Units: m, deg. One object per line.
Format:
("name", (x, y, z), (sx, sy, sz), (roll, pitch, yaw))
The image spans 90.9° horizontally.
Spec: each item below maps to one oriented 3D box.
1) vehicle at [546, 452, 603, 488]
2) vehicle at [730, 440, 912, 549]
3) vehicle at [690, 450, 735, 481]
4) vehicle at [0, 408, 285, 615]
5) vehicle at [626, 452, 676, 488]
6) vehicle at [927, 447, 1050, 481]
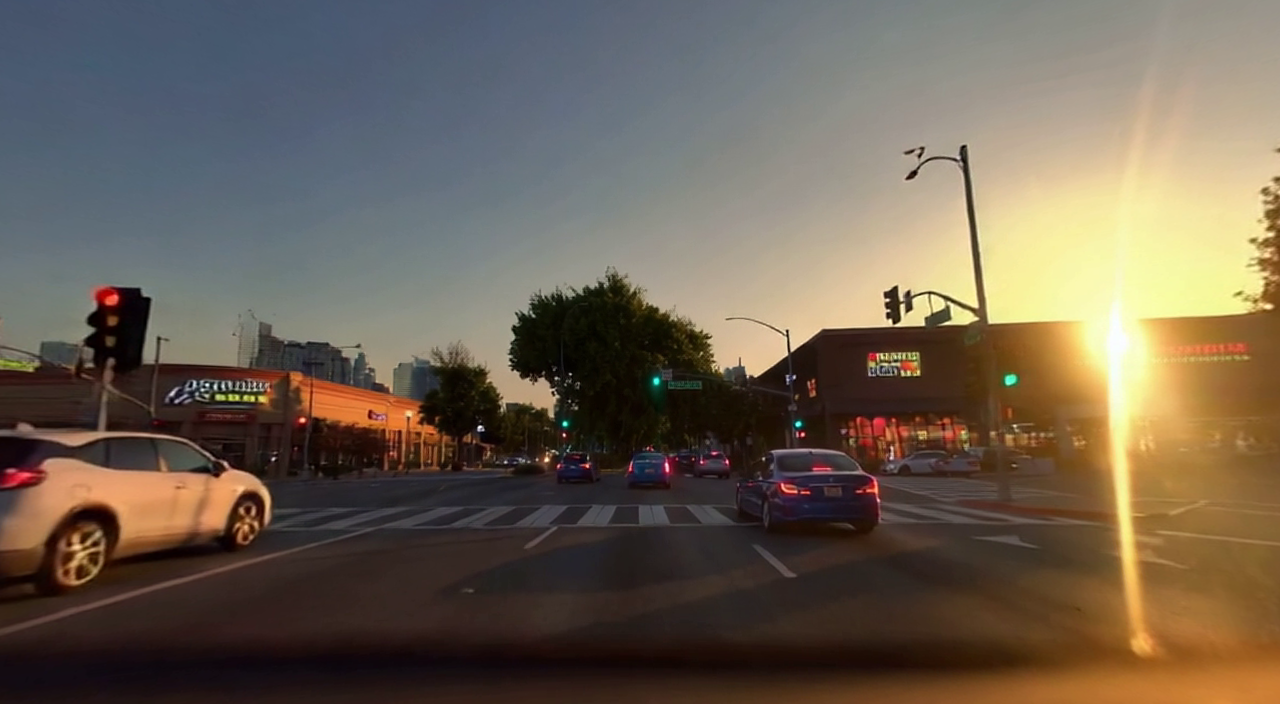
("vehicle", (-2.957, 5.453, 29.450), (2.040, 1.471, 4.211), (-1, -8, 3))
("vehicle", (2.869, 2.330, 11.062), (1.946, 1.513, 4.133), (0, -8, 0))
("vehicle", (3.887, 6.148, 34.431), (1.931, 1.552, 4.125), (0, -8, 0))
("vehicle", (-6.652, 1.725, 7.686), (2.058, 1.804, 4.391), (0, -8, 0))
("vehicle", (0.490, 5.291, 28.614), (2.070, 1.460, 4.118), (0, -8, 1))
("vehicle", (15.752, 5.053, 28.648), (4.481, 1.427, 1.830), (0, -8, -2))
